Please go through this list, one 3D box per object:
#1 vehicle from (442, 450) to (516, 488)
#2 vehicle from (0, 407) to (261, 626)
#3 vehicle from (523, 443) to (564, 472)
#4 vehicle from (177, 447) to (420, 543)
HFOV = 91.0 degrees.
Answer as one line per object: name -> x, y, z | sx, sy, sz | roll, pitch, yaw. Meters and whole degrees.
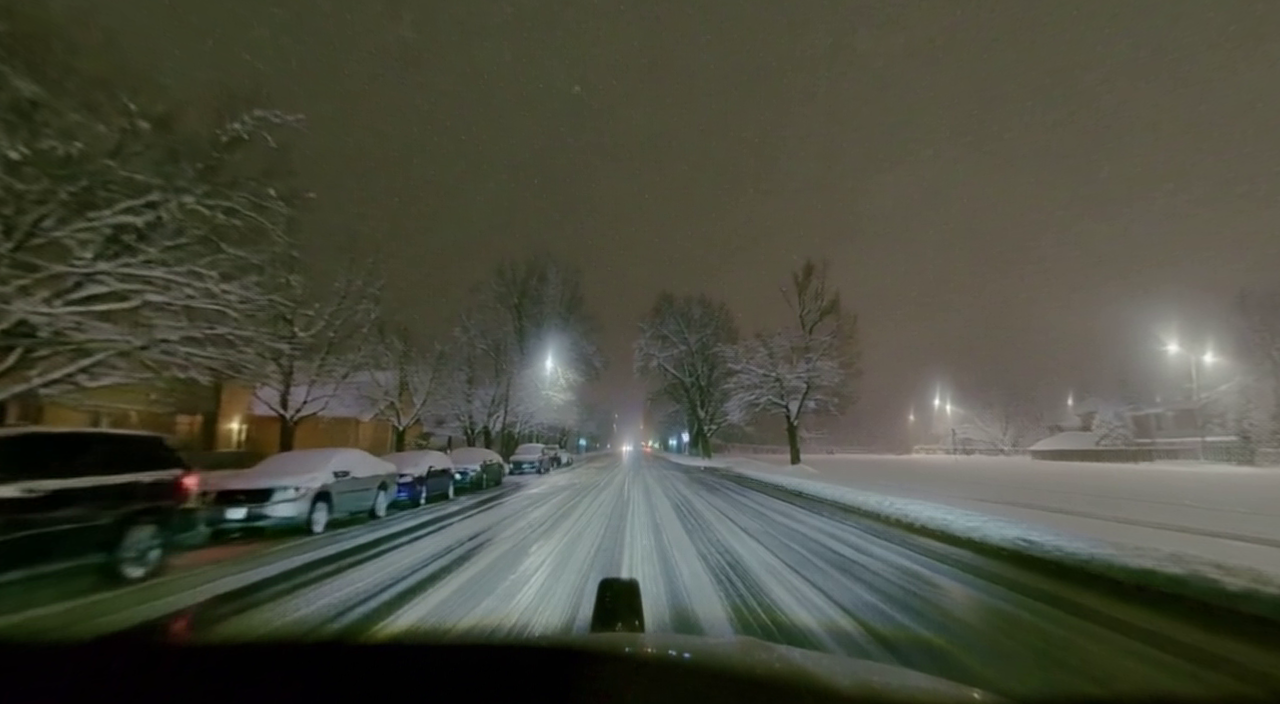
vehicle -> -6.813, 4.976, 27.091 | 2.056, 1.477, 4.318 | 0, -9, -1
vehicle -> -6.441, 1.524, 6.277 | 2.020, 1.842, 5.116 | 1, -9, 1
vehicle -> -6.744, 7.461, 44.578 | 2.249, 1.884, 4.784 | 2, -9, -2
vehicle -> -6.490, 2.723, 12.895 | 2.074, 1.502, 5.098 | 0, -8, 1
